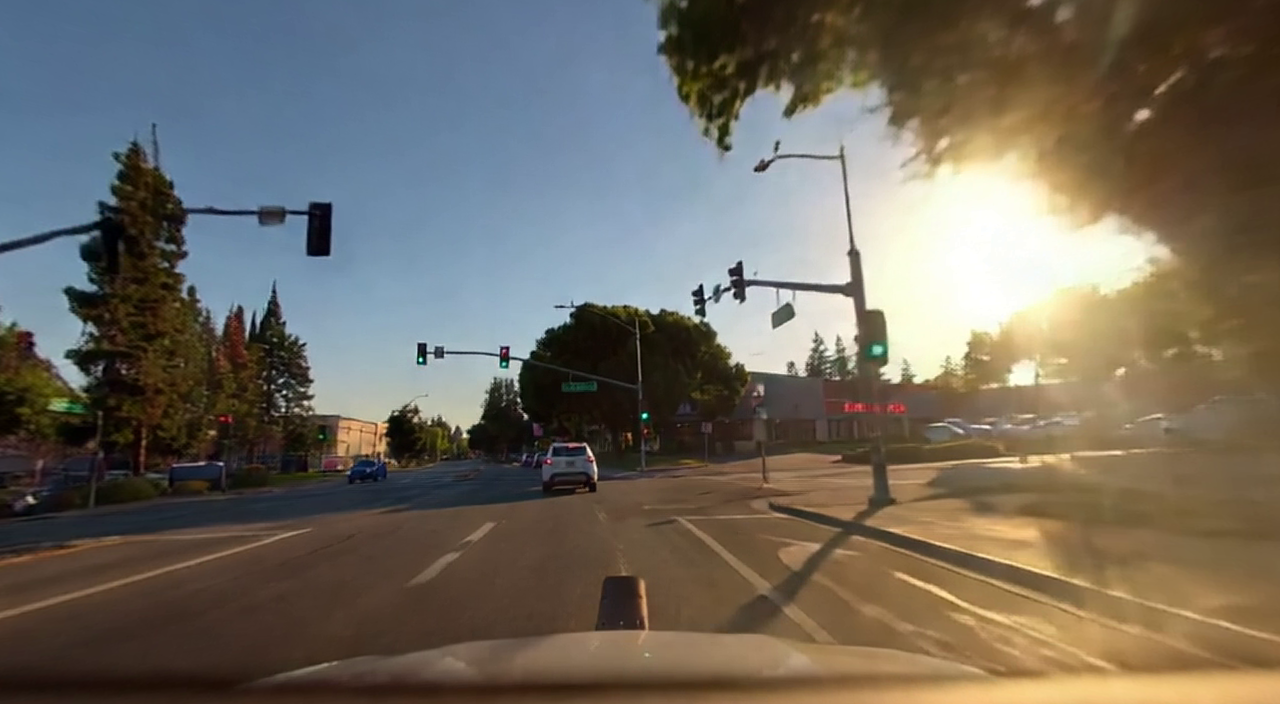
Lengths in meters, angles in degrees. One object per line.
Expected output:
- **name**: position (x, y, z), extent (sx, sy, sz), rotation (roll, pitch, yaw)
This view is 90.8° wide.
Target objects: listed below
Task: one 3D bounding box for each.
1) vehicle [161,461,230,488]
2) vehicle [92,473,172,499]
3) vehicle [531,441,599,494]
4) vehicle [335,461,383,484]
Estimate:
- **vehicle**: position (-30.245, 8.325, 43.127), extent (2.142, 1.671, 4.083), rotation (2, -9, -9)
- **vehicle**: position (-33.751, 8.878, 42.135), extent (2.004, 1.479, 4.230), rotation (1, -9, -3)
- **vehicle**: position (-2.826, 4.196, 23.272), extent (2.227, 1.733, 3.930), rotation (2, -9, -9)
- **vehicle**: position (-20.558, 8.820, 46.363), extent (1.873, 1.483, 4.657), rotation (1, -9, -7)
